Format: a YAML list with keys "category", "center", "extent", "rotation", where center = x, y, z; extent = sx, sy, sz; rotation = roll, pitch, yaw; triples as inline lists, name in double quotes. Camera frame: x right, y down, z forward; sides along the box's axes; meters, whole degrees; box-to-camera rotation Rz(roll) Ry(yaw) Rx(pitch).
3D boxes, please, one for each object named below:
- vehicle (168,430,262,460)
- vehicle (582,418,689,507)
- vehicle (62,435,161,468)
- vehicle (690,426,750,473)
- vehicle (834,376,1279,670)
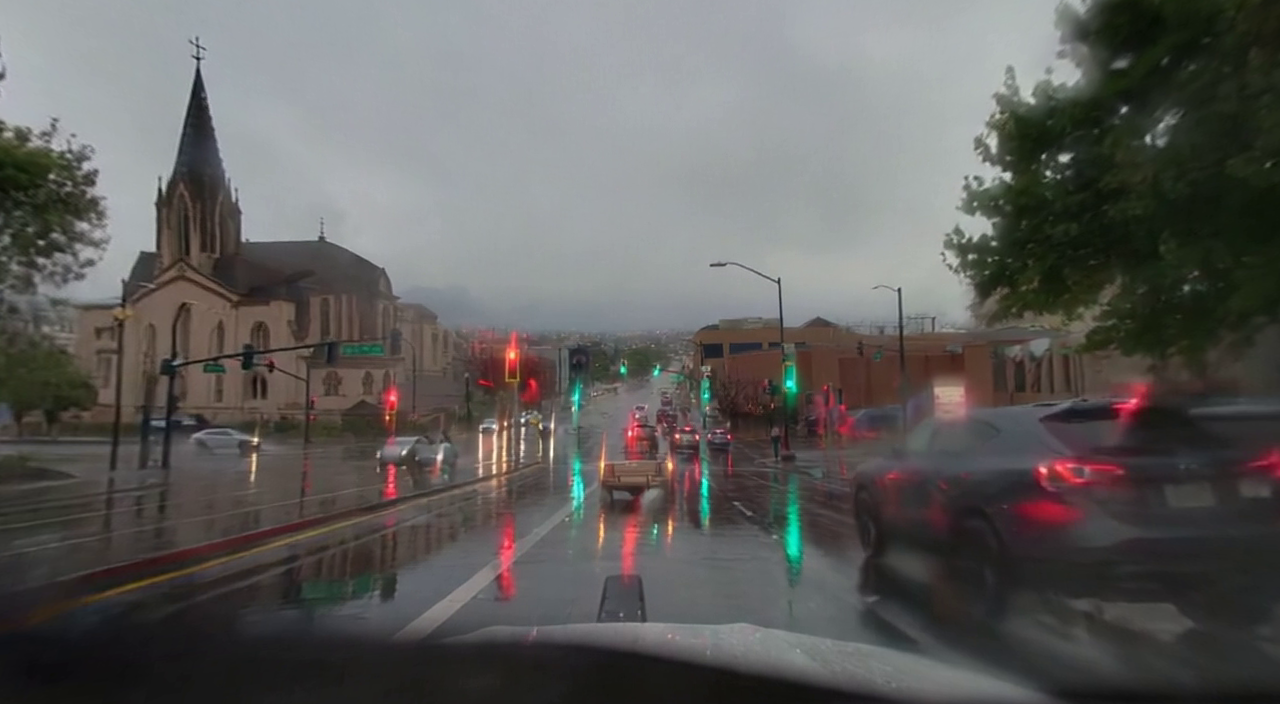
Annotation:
- category: "vehicle"
  center: [-29.564, 6.456, 44.039]
  extent: [4.955, 1.828, 2.268]
  rotation: [0, -3, -2]
- category: "vehicle"
  center: [0.003, 2.530, 14.836]
  extent: [2.168, 1.776, 4.135]
  rotation: [0, -8, 3]
- category: "vehicle"
  center: [-33.942, 6.382, 40.644]
  extent: [4.551, 1.784, 2.121]
  rotation: [0, 0, -1]
- category: "vehicle"
  center: [3.902, 4.802, 31.759]
  extent: [2.228, 1.922, 5.335]
  rotation: [3, -6, 0]
- category: "vehicle"
  center: [3.682, 1.350, 6.141]
  extent: [2.080, 1.735, 4.650]
  rotation: [0, -8, 0]
